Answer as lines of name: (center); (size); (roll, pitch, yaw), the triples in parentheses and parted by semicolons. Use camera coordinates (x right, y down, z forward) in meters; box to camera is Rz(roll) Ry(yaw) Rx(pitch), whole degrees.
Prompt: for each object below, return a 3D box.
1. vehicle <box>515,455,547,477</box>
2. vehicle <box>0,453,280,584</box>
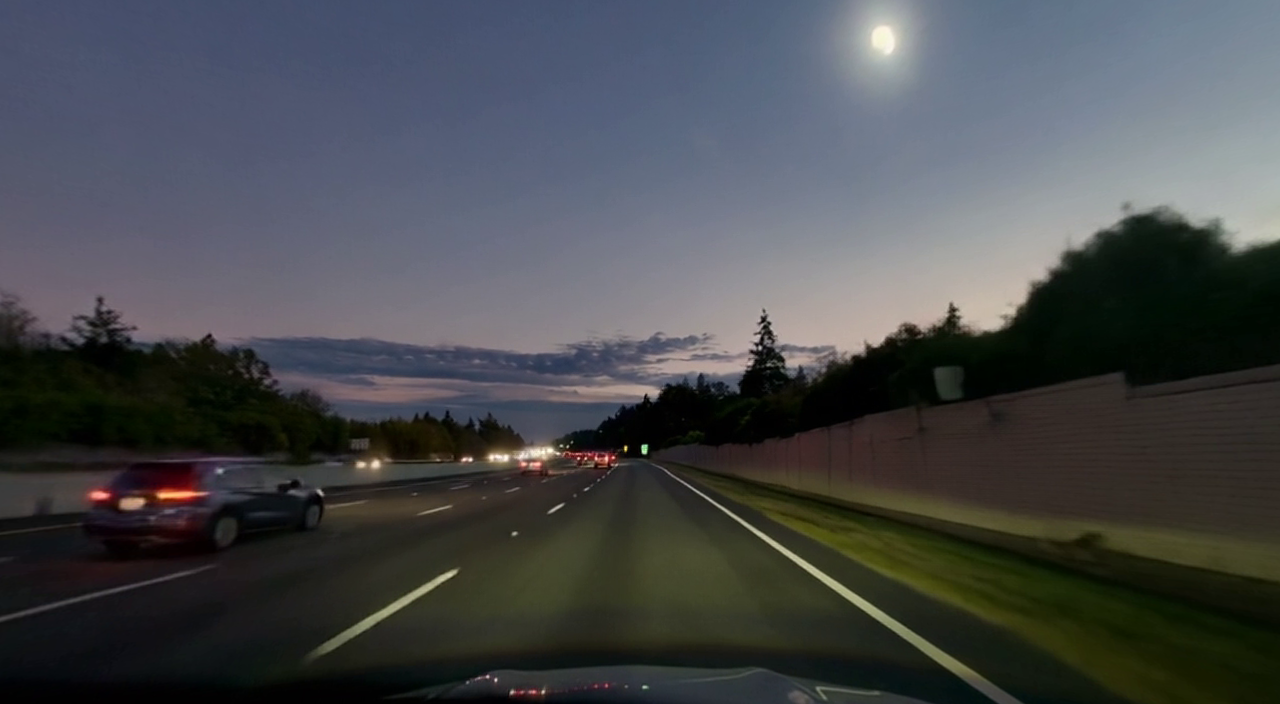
vehicle: (-7.956, 8.379, 46.310); (1.742, 1.494, 3.795); (0, -9, 0)
vehicle: (-7.231, 2.206, 9.114); (1.782, 1.441, 3.751); (0, -9, 1)
